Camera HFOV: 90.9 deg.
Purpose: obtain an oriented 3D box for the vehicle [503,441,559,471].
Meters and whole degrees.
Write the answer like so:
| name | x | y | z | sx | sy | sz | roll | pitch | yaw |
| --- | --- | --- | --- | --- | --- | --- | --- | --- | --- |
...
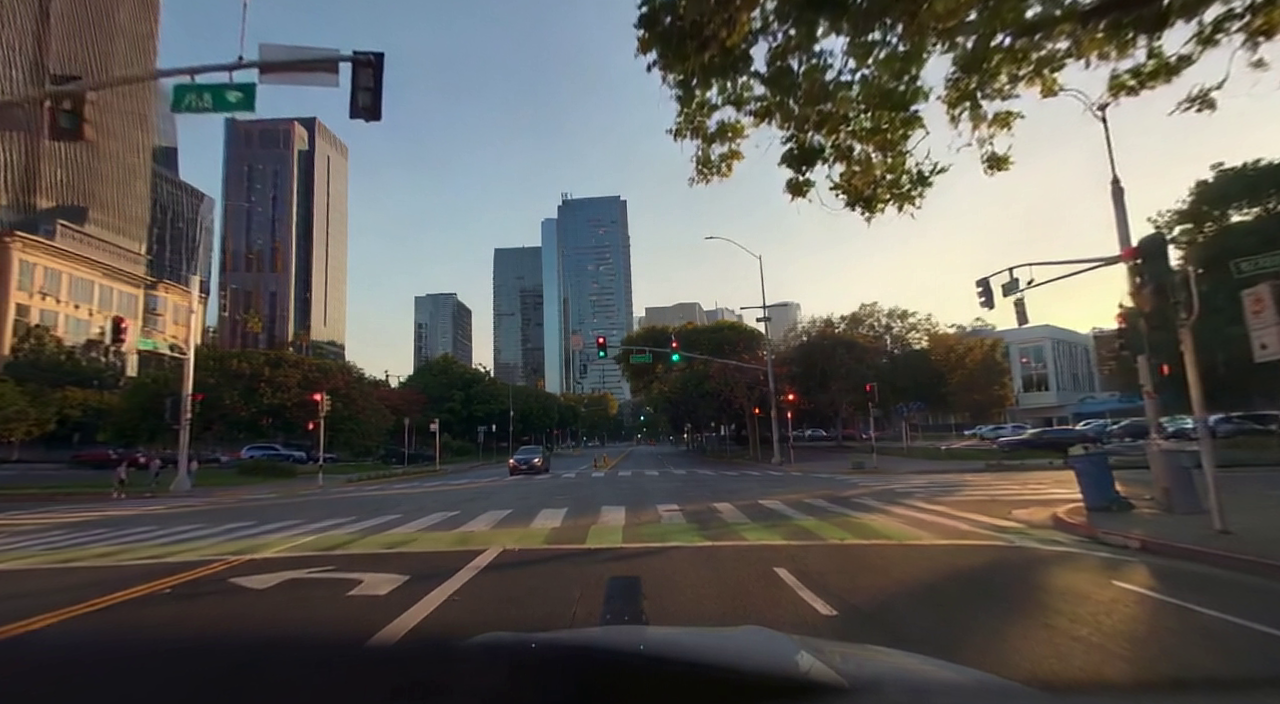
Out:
| name | x | y | z | sx | sy | sz | roll | pitch | yaw |
| --- | --- | --- | --- | --- | --- | --- | --- | --- | --- |
| vehicle | -5.721 | 5.514 | 33.623 | 2.127 | 1.473 | 4.428 | 0 | -9 | 1 |
